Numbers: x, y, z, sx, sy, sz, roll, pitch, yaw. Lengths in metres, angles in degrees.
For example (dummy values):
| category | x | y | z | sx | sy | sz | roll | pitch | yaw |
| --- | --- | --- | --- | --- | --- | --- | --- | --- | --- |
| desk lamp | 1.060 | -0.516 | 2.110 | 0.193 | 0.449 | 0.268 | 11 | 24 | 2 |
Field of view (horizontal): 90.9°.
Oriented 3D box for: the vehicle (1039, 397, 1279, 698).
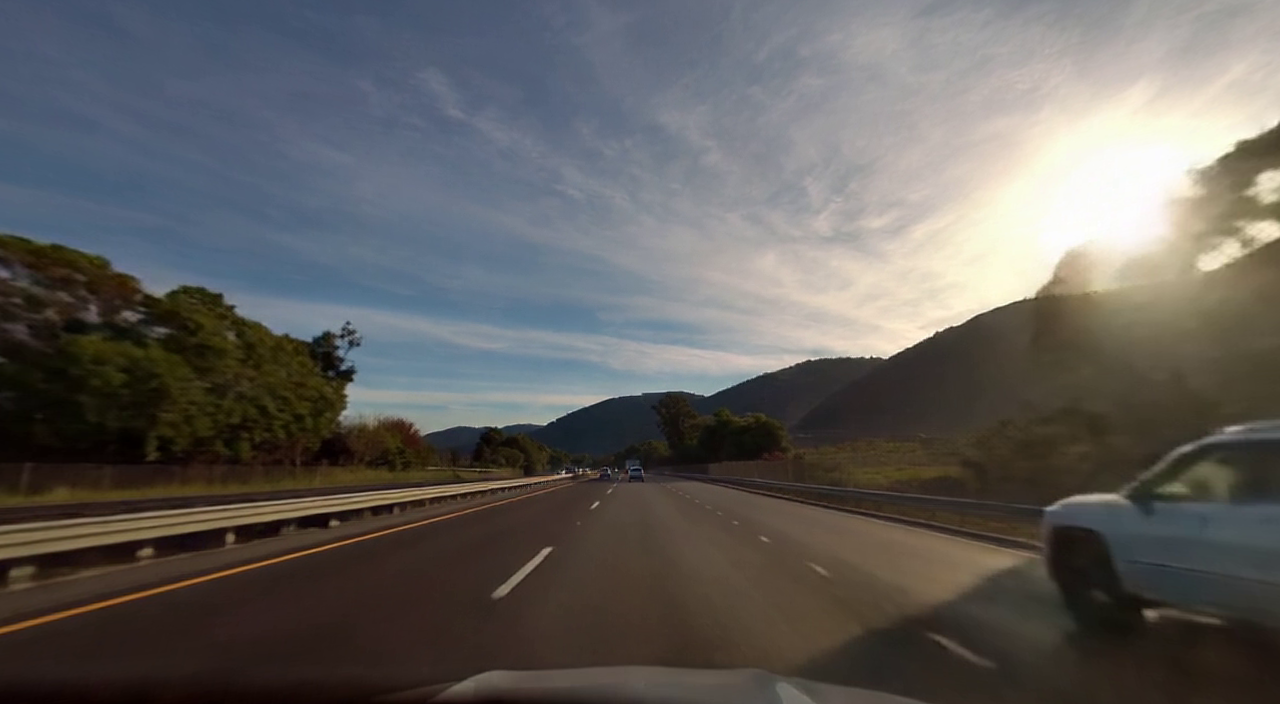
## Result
| category | x | y | z | sx | sy | sz | roll | pitch | yaw |
| --- | --- | --- | --- | --- | --- | --- | --- | --- | --- |
| vehicle | 4.888 | 1.144 | 3.577 | 2.089 | 1.770 | 4.571 | 1 | -11 | -2 |
